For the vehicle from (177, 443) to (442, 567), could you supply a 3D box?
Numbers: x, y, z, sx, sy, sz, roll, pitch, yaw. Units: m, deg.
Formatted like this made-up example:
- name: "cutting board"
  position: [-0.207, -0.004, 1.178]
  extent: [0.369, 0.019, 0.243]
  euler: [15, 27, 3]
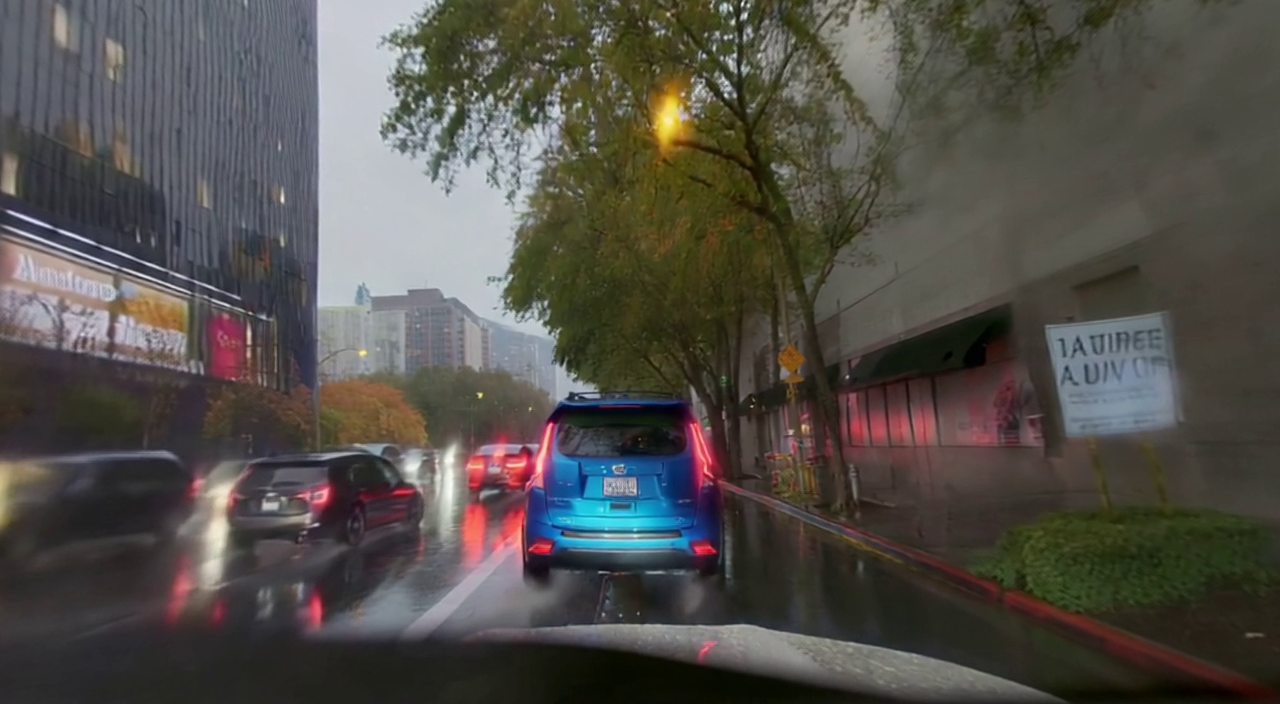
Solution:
- name: "vehicle"
  position: [-4.656, 2.158, 9.843]
  extent: [1.876, 1.448, 4.464]
  euler: [0, -8, -2]

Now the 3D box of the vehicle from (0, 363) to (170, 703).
- name: "vehicle"
  position: [-3.188, 0.660, 0.727]
  extent: [1.971, 1.658, 4.428]
  euler: [0, -8, -2]

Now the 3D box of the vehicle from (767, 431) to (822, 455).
- name: "vehicle"
  position: [10.217, 6.030, 41.635]
  extent: [1.877, 1.416, 3.965]
  euler: [-8, -12, 39]

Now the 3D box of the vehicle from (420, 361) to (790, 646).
- name: "vehicle"
  position: [-0.369, 1.343, 6.624]
  extent: [2.531, 1.930, 4.382]
  euler: [0, -8, -4]
